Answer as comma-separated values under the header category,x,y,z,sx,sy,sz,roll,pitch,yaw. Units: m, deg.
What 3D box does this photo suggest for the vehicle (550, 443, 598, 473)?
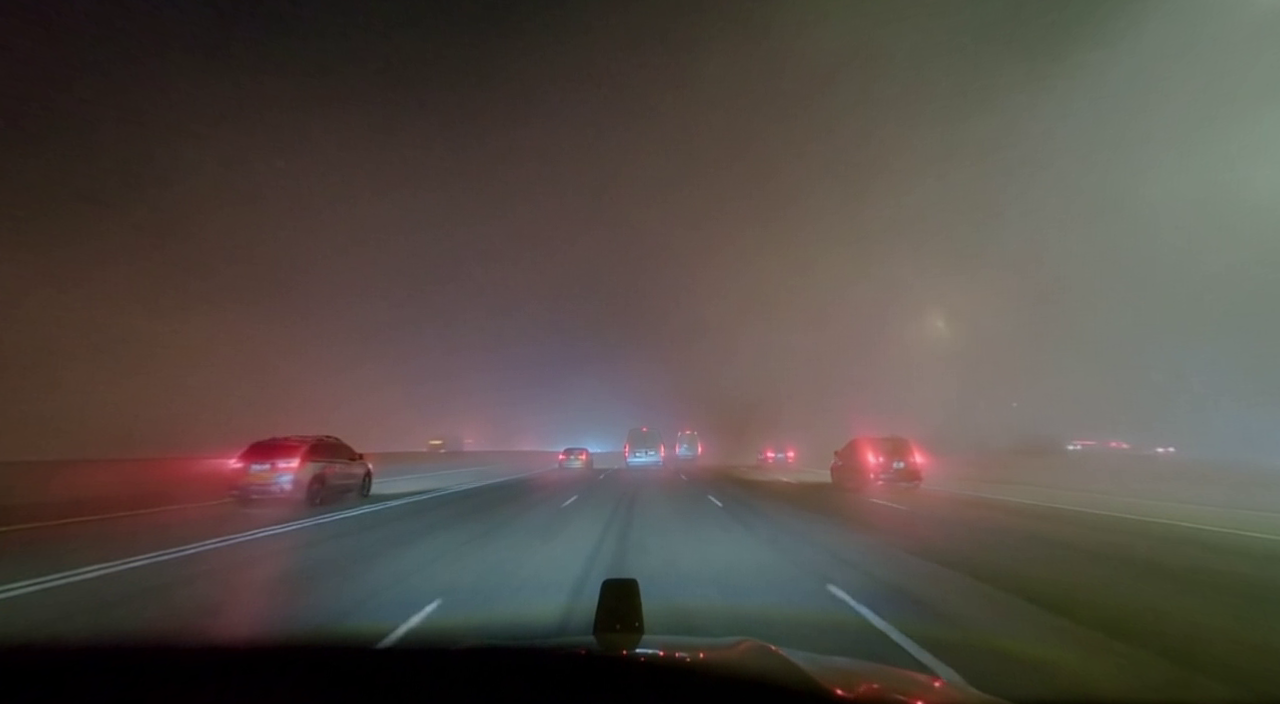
category,x,y,z,sx,sy,sz,roll,pitch,yaw
vehicle,-3.671,6.008,35.921,2.173,1.542,4.781,0,-9,1

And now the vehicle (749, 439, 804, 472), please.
category,x,y,z,sx,sy,sz,roll,pitch,yaw
vehicle,7.999,6.090,37.381,2.147,1.808,5.243,0,-9,0

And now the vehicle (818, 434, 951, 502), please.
category,x,y,z,sx,sy,sz,roll,pitch,yaw
vehicle,6.786,3.253,18.127,2.146,1.678,4.489,0,-9,2

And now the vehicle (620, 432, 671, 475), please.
category,x,y,z,sx,sy,sz,roll,pitch,yaw
vehicle,0.286,5.313,33.162,2.509,2.062,4.639,0,-9,0

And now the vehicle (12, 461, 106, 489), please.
category,x,y,z,sx,sy,sz,roll,pitch,yaw
vehicle,-33.497,7.074,36.452,1.689,1.459,3.831,0,-9,1

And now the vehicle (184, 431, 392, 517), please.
category,x,y,z,sx,sy,sz,roll,pitch,yaw
vehicle,-7.667,2.684,14.415,2.108,1.619,4.548,0,-9,0
